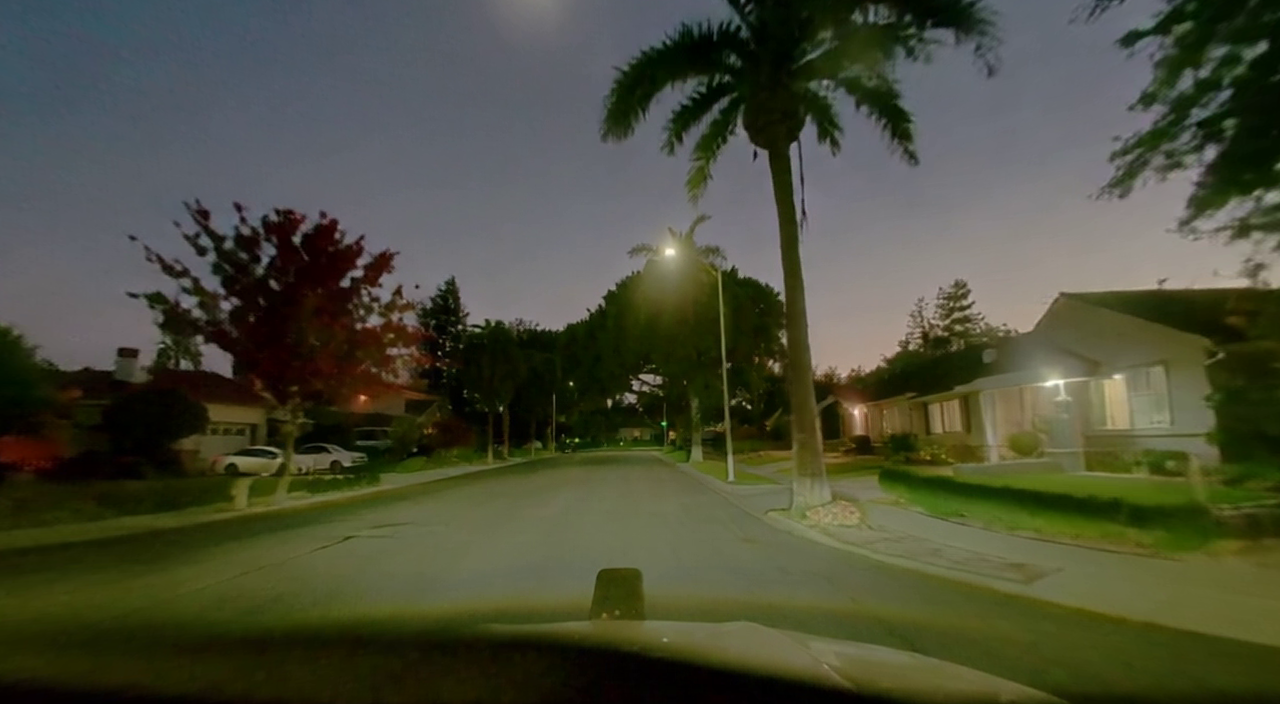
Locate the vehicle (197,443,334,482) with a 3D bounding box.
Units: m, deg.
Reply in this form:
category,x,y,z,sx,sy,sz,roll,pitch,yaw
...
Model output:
category,x,y,z,sx,sy,sz,roll,pitch,yaw
vehicle,-15.491,4.585,26.346,4.358,1.516,2.077,0,-8,-3
